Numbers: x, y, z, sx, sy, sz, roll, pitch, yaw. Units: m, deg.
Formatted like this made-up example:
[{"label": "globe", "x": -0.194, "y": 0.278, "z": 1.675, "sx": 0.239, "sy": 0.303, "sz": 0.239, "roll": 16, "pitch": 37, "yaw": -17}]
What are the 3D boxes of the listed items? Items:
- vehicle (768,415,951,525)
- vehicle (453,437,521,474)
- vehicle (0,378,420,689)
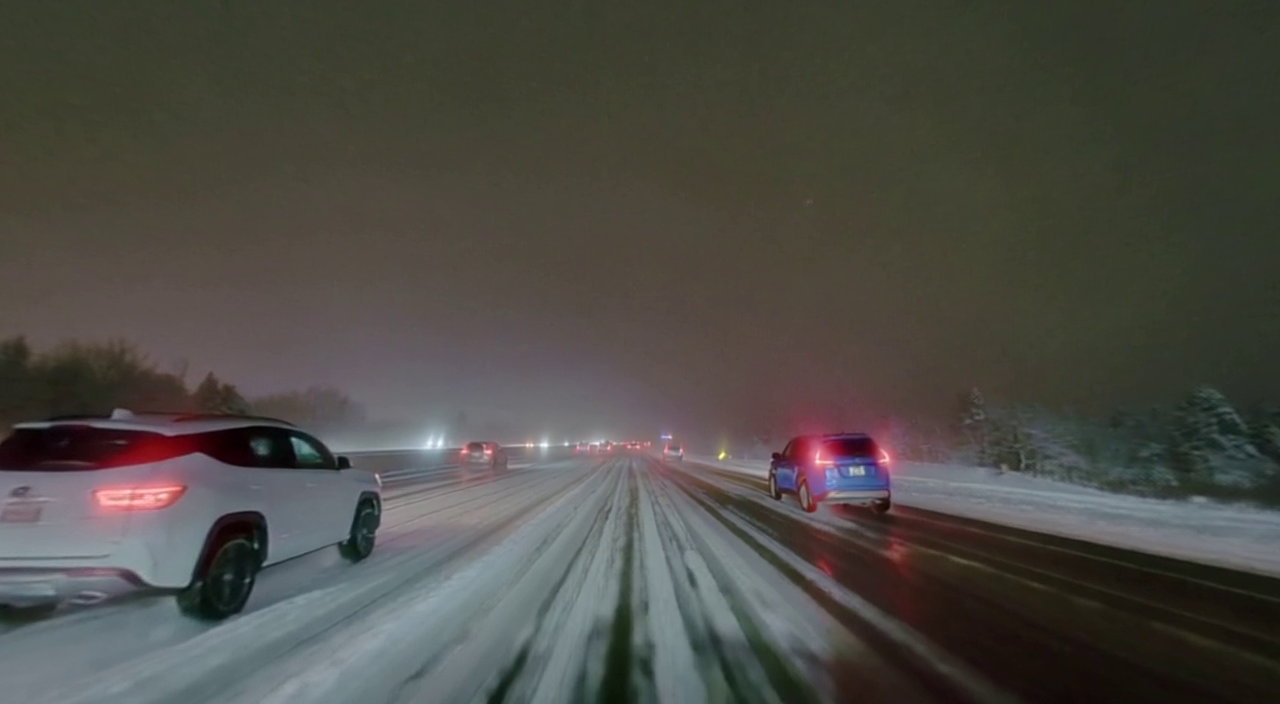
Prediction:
[{"label": "vehicle", "x": 4.258, "y": 2.385, "z": 13.250, "sx": 2.153, "sy": 1.860, "sz": 4.689, "roll": 0, "pitch": -9, "yaw": 0}, {"label": "vehicle", "x": -7.493, "y": 5.113, "z": 31.278, "sx": 2.095, "sy": 1.696, "sz": 4.680, "roll": -1, "pitch": -9, "yaw": 1}, {"label": "vehicle", "x": -4.011, "y": 1.360, "z": 5.870, "sx": 2.214, "sy": 1.743, "sz": 4.465, "roll": -1, "pitch": -9, "yaw": 1}]
